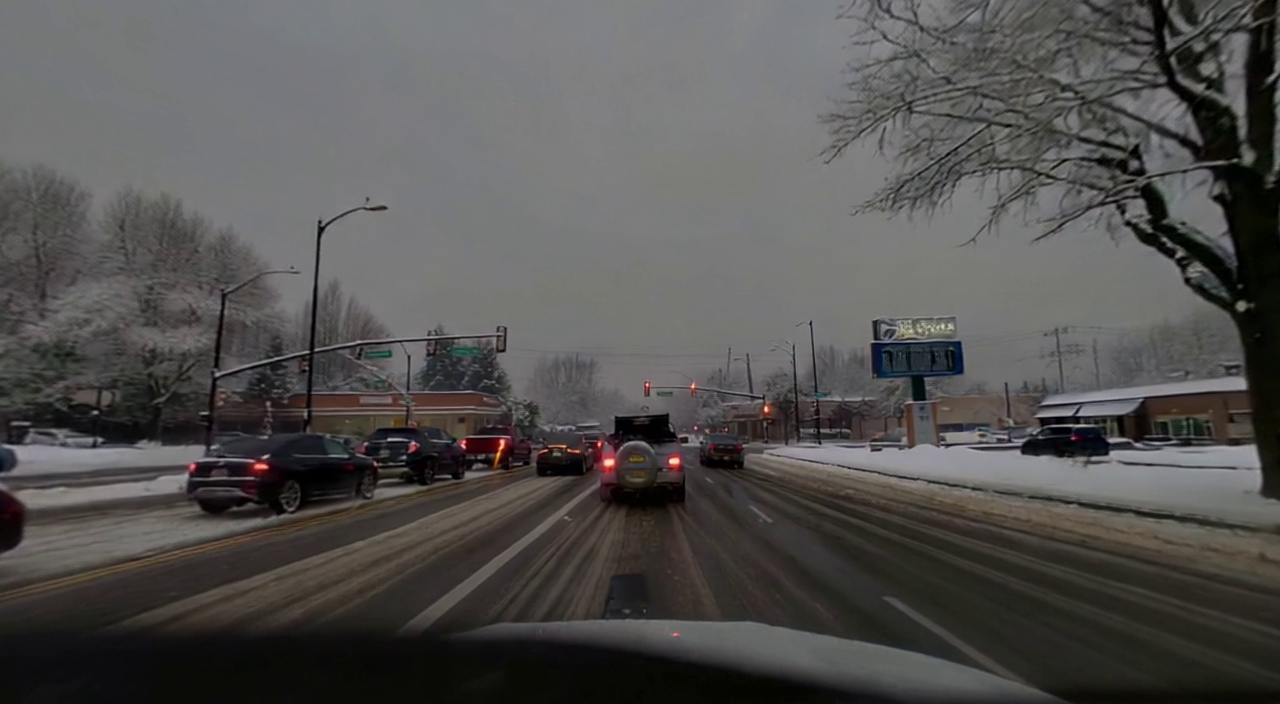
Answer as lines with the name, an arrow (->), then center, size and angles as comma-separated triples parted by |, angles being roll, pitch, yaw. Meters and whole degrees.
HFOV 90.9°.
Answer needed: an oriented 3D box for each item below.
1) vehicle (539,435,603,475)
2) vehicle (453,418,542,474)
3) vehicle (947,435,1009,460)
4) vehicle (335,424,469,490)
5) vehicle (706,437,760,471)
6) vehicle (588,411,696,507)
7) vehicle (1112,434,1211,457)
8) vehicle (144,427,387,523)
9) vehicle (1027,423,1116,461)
vehicle -> -2.674, 4.136, 25.423 | 1.894, 1.461, 4.080 | 0, -8, 3
vehicle -> -5.802, 3.933, 26.364 | 2.496, 2.112, 4.351 | 0, -8, 3
vehicle -> 21.251, 5.990, 39.585 | 3.836, 1.443, 1.694 | 5, -10, -33
vehicle -> -6.633, 2.979, 18.201 | 1.941, 1.655, 4.503 | 0, -8, 2
vehicle -> 4.222, 4.702, 29.308 | 2.023, 1.441, 4.240 | 0, -8, 2
vehicle -> 0.065, 2.372, 14.274 | 2.064, 1.817, 4.298 | 0, -8, 1
vehicle -> 30.440, 5.475, 36.867 | 4.176, 1.313, 1.719 | 0, -8, 3
vehicle -> -6.662, 2.215, 11.925 | 1.831, 1.451, 4.382 | 0, -8, 1
vehicle -> 20.198, 4.203, 29.467 | 4.156, 1.622, 1.924 | 6, -10, -34
